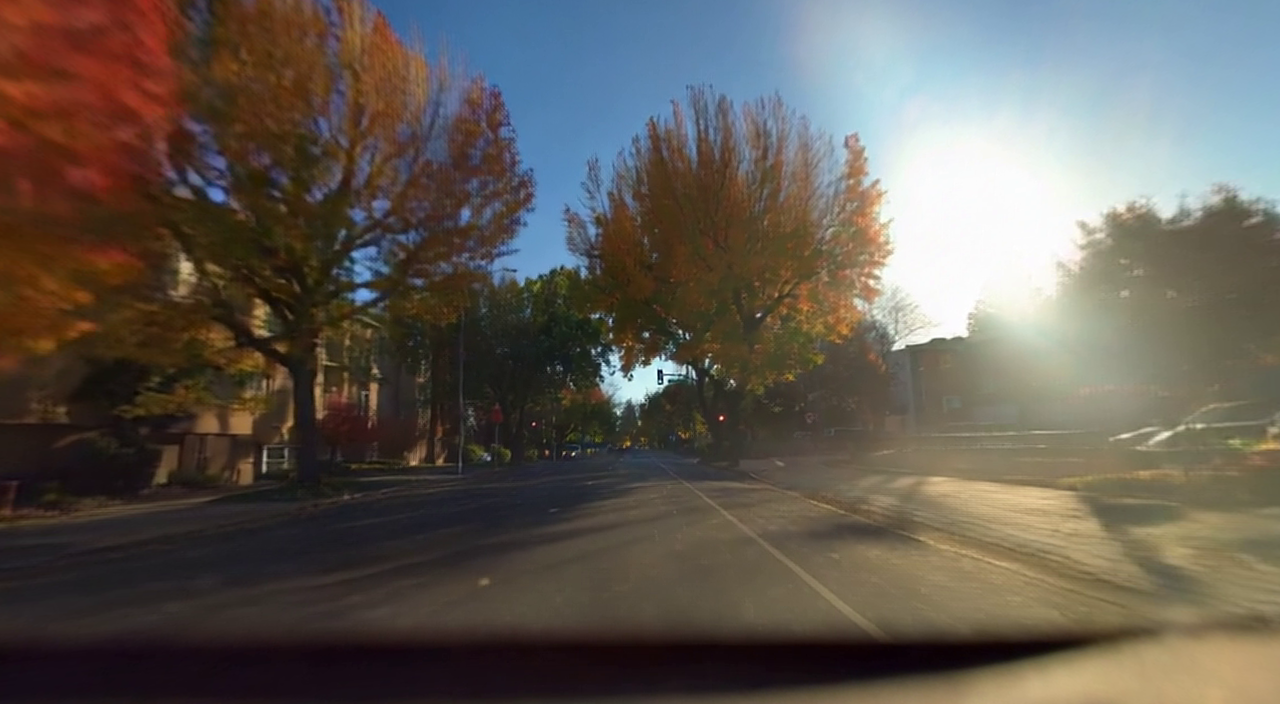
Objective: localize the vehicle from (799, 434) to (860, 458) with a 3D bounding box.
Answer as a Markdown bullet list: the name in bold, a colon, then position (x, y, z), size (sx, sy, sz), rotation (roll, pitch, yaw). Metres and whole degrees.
- **vehicle**: position (14.497, 7.208, 48.313), size (4.365, 1.702, 1.897), rotation (-3, -9, 18)
